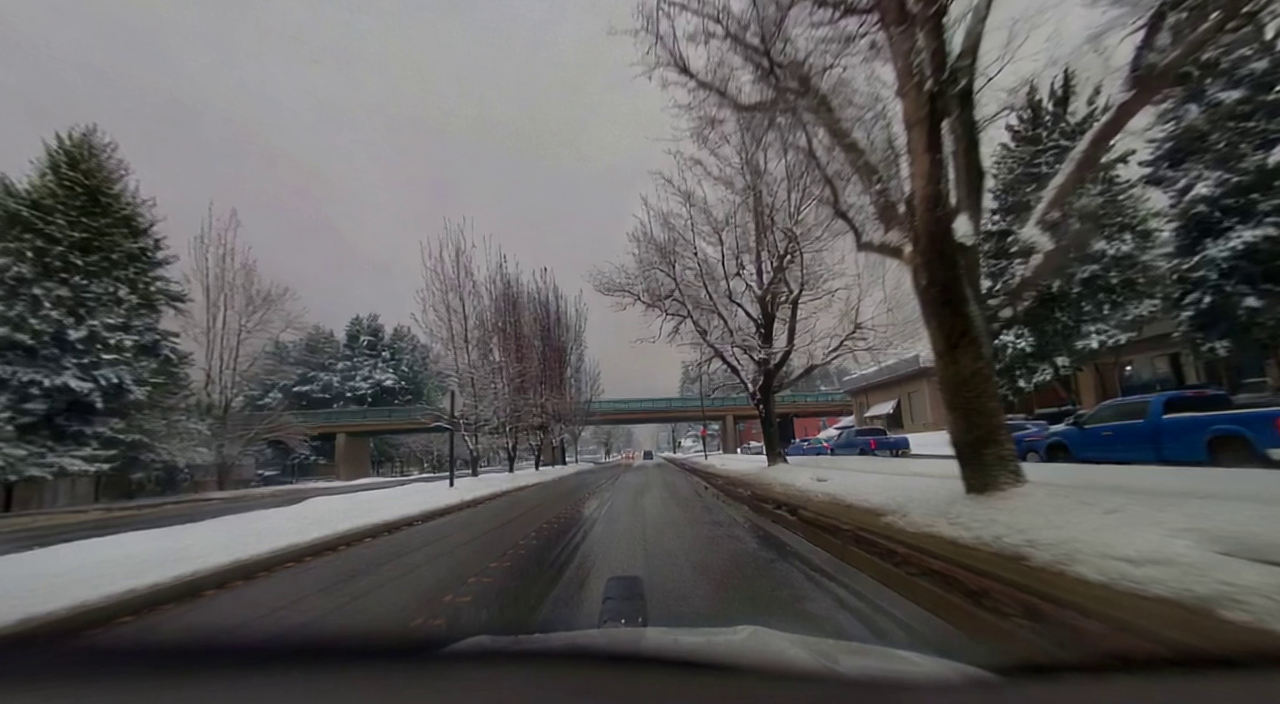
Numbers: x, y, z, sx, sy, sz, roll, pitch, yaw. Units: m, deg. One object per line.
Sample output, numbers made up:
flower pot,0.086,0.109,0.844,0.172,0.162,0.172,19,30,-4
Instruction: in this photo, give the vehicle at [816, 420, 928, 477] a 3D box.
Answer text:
vehicle,10.439,4.468,29.051,2.445,2.272,6.461,-1,-9,-2

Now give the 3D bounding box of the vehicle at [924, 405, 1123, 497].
vehicle,10.346,2.751,17.604,2.138,1.805,5.011,-11,-9,-1

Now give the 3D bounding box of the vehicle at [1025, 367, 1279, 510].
vehicle,10.289,1.576,11.962,2.290,1.976,5.520,-9,-9,1
